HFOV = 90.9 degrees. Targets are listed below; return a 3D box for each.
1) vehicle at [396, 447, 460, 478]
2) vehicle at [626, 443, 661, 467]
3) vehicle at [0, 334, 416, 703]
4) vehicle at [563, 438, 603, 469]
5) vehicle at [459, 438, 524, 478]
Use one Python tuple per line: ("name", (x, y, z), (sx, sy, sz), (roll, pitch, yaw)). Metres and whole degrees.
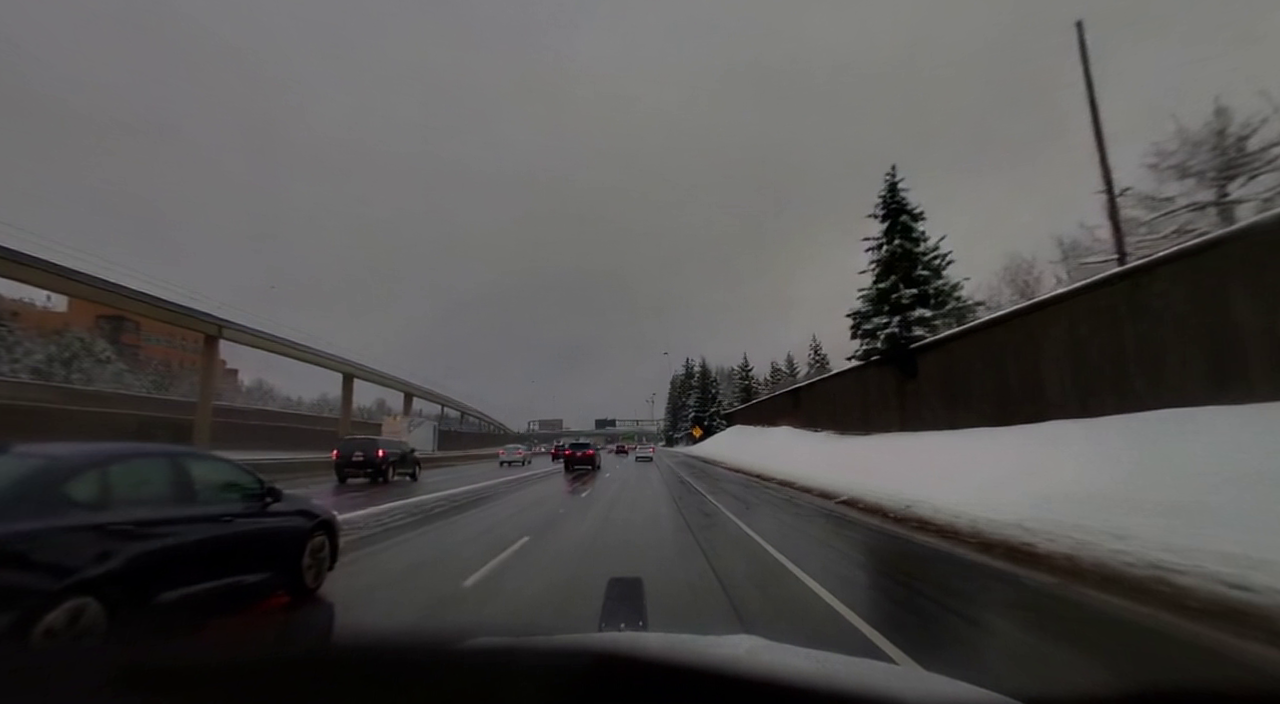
("vehicle", (-11.114, 5.791, 33.373), (1.894, 1.482, 4.372), (0, -8, 0))
("vehicle", (0.165, 6.549, 40.377), (2.074, 1.465, 3.977), (0, -8, -2))
("vehicle", (-3.359, 1.086, 4.217), (2.052, 1.731, 4.372), (0, -8, 1))
("vehicle", (-3.447, 6.263, 39.117), (2.093, 1.831, 4.712), (0, -8, -1))
("vehicle", (-7.250, 5.197, 31.249), (2.084, 1.815, 4.406), (0, -8, 0))
